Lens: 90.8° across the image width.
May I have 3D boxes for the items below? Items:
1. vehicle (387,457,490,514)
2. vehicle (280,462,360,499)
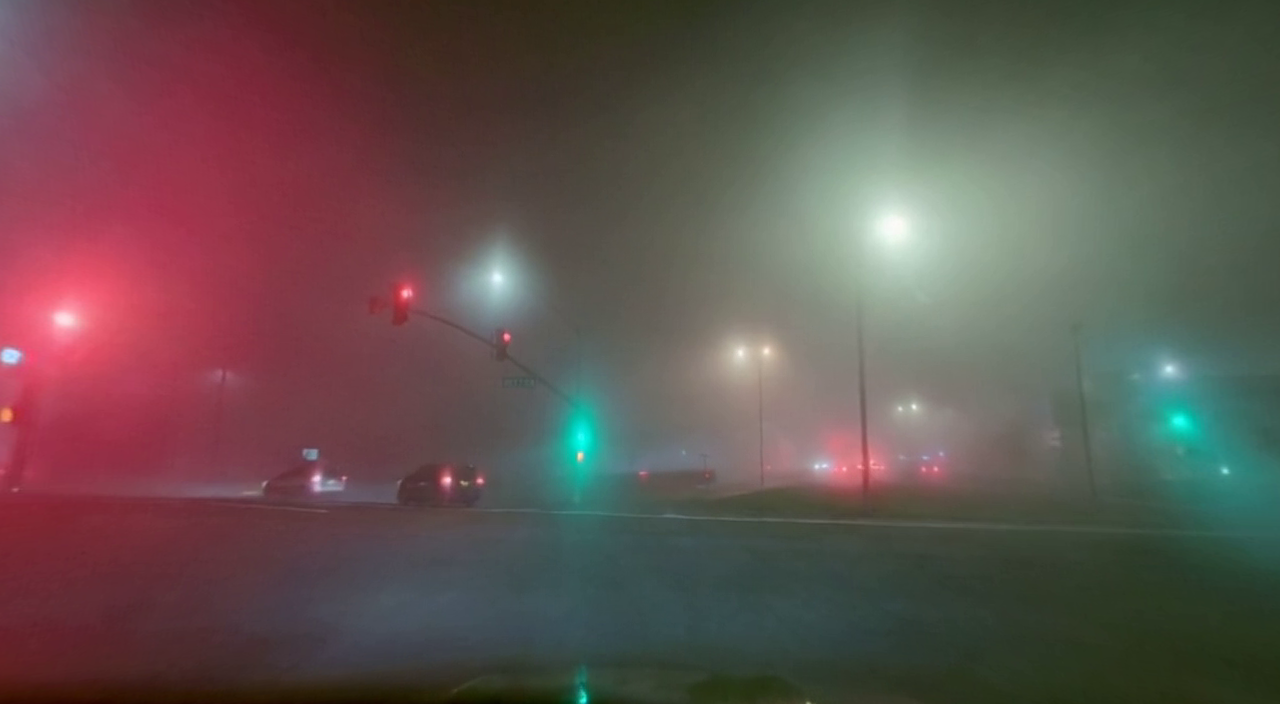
[{"bbox_3d":[-6.593,4.232,20.451,2.048,1.516,3.874,5,-10,-35],"label":"vehicle"},{"bbox_3d":[-16.005,6.338,31.537,3.852,1.605,2.007,-7,-10,37],"label":"vehicle"}]
